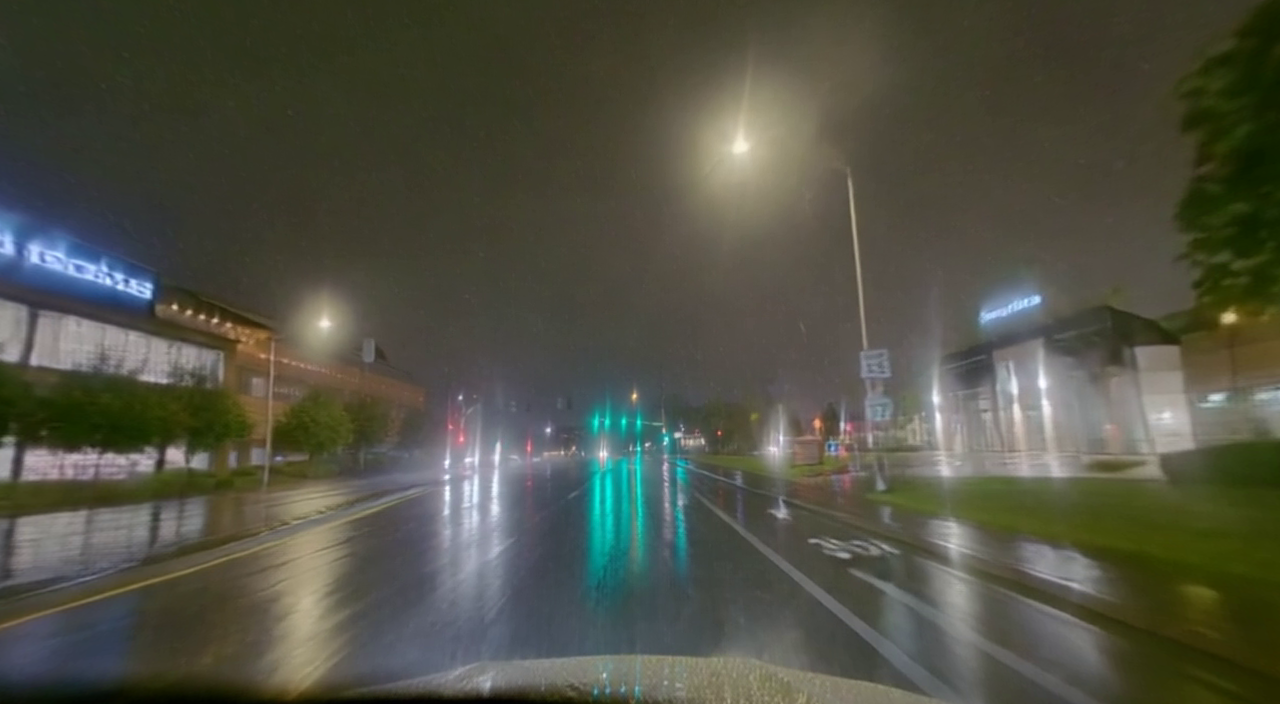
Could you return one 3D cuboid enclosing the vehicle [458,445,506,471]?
[{"bbox_3d":[-10.350,6.955,41.653,2.026,1.577,4.334,-2,-9,0],"label":"vehicle"}]

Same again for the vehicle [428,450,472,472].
[{"bbox_3d":[-14.207,8.163,47.412,2.026,1.521,4.045,0,-9,1],"label":"vehicle"}]
